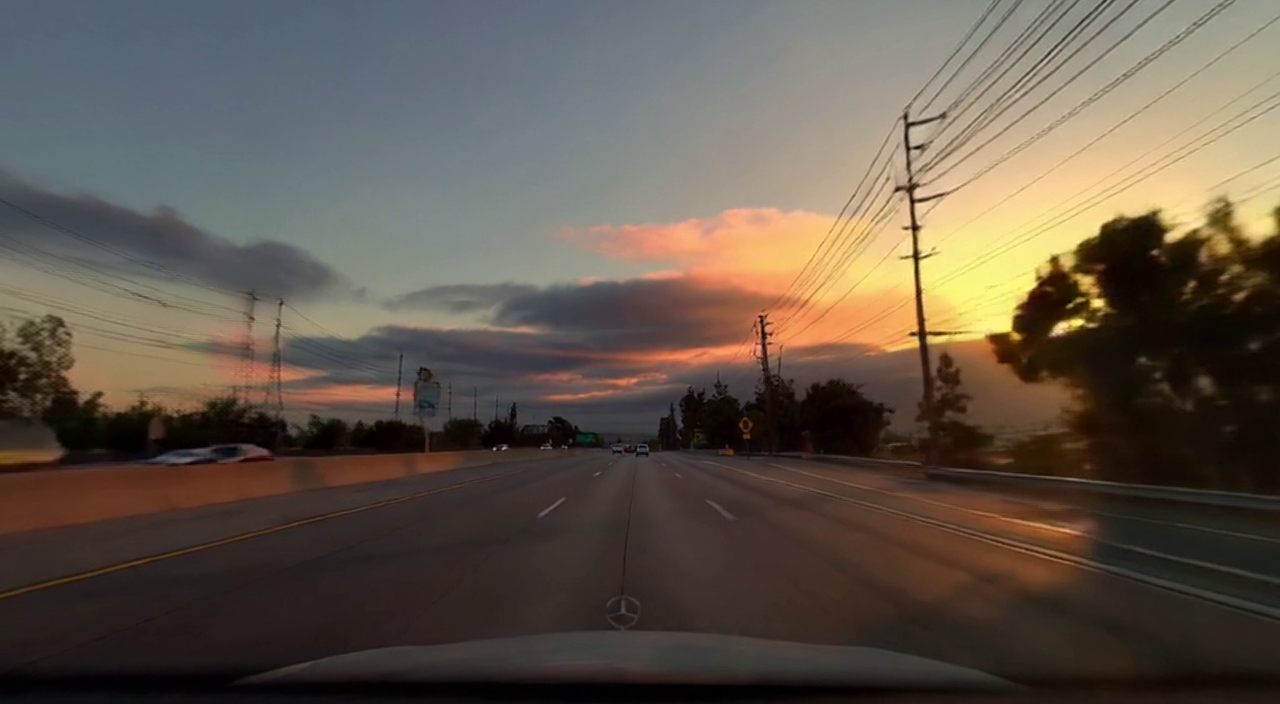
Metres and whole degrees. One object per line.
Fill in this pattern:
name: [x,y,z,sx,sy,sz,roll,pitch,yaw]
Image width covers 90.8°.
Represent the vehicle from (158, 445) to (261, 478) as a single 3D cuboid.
vehicle: [-21.646,5.495,32.050,1.897,1.485,4.769,0,-8,0]
